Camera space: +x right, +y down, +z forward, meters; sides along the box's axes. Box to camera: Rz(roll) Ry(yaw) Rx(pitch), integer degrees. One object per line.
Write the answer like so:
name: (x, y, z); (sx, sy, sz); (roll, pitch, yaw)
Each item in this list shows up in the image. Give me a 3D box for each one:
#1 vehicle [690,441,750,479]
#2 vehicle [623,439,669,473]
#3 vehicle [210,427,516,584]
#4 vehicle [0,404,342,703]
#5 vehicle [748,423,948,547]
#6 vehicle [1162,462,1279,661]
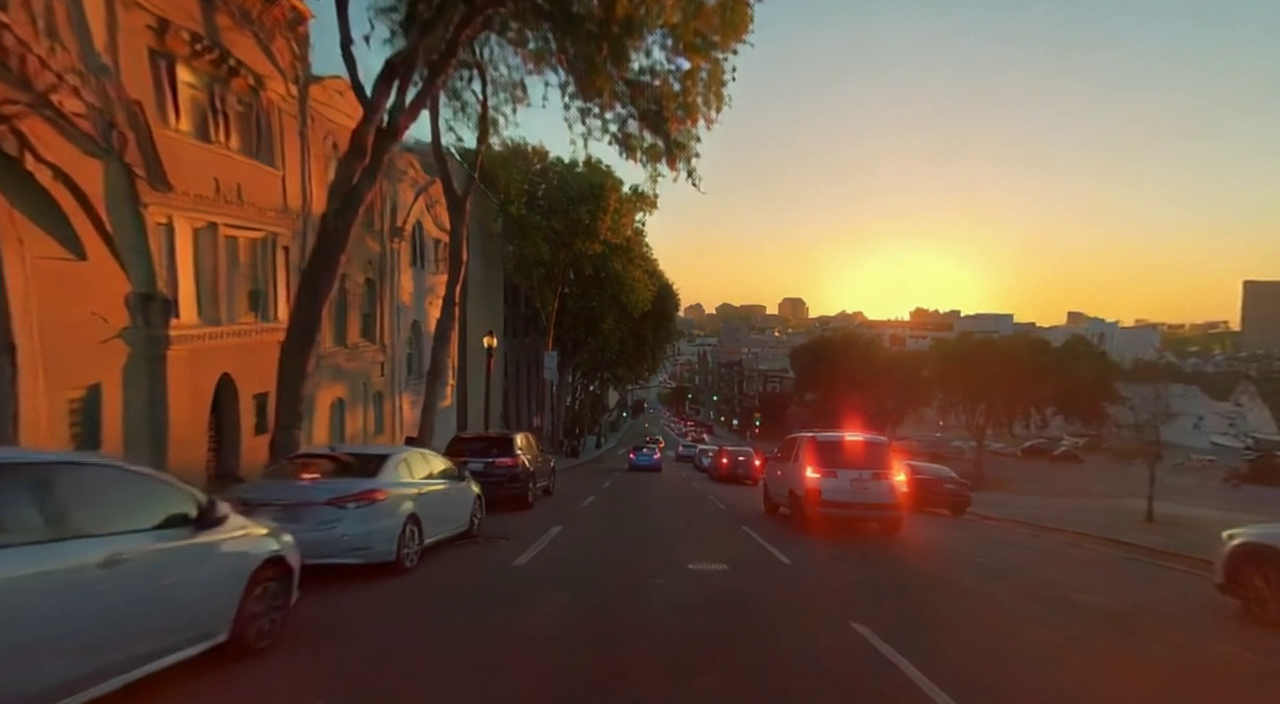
vehicle: (3.376, 4.635, 27.241); (1.966, 1.475, 4.528); (0, -8, 0)
vehicle: (0.293, 4.795, 29.154); (2.007, 1.460, 3.923); (0, -8, 1)
vehicle: (-3.038, 1.766, 8.111); (1.926, 1.456, 4.313); (0, -8, 1)
vehicle: (-3.252, 0.954, 2.423); (1.863, 1.466, 4.416); (-1, -8, 3)
vehicle: (3.302, 2.204, 11.109); (2.002, 1.707, 4.547); (0, -8, 0)
vehicle: (6.354, 1.643, 4.347); (1.913, 1.624, 4.116); (0, -8, 0)
